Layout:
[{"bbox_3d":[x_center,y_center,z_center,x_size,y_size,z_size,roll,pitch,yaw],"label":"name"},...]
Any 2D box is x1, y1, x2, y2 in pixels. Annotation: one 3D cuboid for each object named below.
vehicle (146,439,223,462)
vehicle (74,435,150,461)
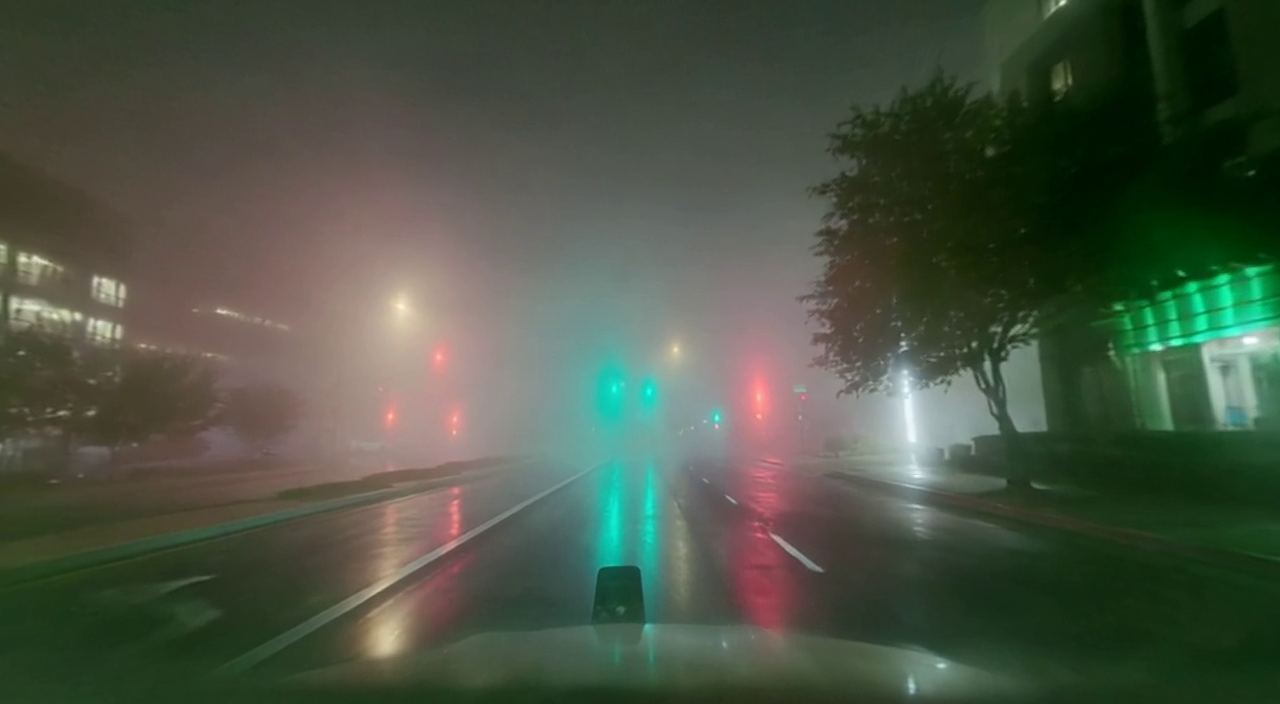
[{"bbox_3d":[-32.021,6.937,44.454,1.852,1.485,4.683,0,-8,1],"label":"vehicle"},{"bbox_3d":[-37.293,6.744,44.588,1.873,1.657,4.087,-3,-7,-1],"label":"vehicle"}]
